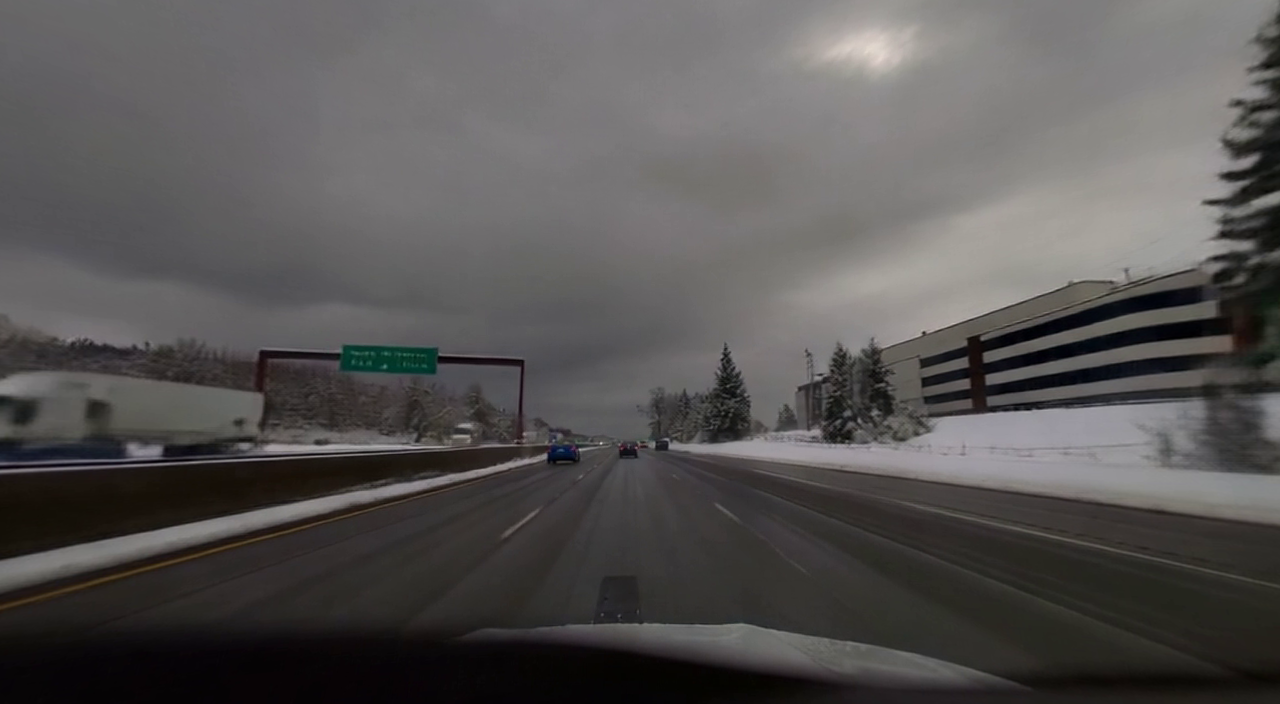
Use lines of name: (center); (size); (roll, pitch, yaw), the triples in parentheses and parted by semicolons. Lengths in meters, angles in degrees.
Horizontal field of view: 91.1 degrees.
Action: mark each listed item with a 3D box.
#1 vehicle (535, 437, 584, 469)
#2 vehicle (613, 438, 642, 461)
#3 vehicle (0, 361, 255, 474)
vehicle: (-4.423, 5.624, 35.166); (2.271, 1.626, 4.463); (0, -8, -2)
vehicle: (-0.980, 7.647, 49.440); (2.196, 1.699, 4.499); (0, -8, -2)
vehicle: (-21.182, 2.957, 26.393); (3.019, 3.702, 11.347); (0, -8, -1)
